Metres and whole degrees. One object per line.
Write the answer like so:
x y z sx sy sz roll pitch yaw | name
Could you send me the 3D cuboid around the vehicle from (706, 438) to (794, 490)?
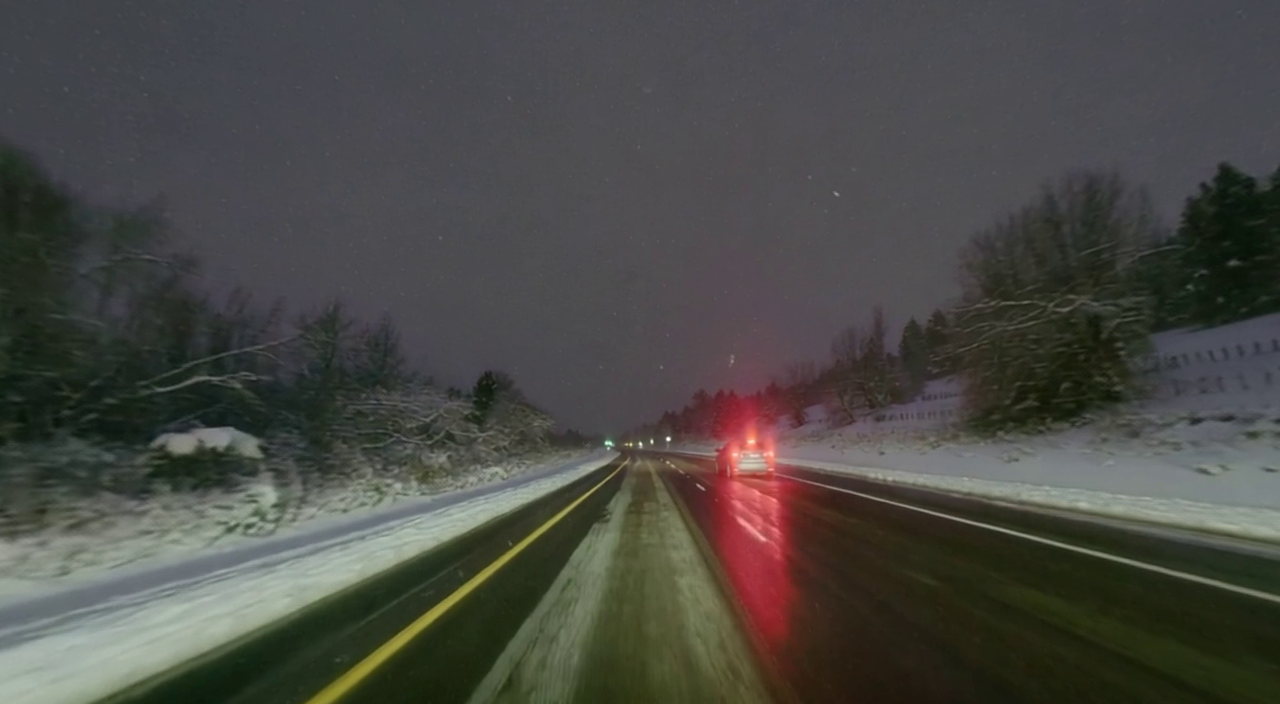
3.412 3.570 20.422 2.003 1.466 4.441 0 -8 0 | vehicle
